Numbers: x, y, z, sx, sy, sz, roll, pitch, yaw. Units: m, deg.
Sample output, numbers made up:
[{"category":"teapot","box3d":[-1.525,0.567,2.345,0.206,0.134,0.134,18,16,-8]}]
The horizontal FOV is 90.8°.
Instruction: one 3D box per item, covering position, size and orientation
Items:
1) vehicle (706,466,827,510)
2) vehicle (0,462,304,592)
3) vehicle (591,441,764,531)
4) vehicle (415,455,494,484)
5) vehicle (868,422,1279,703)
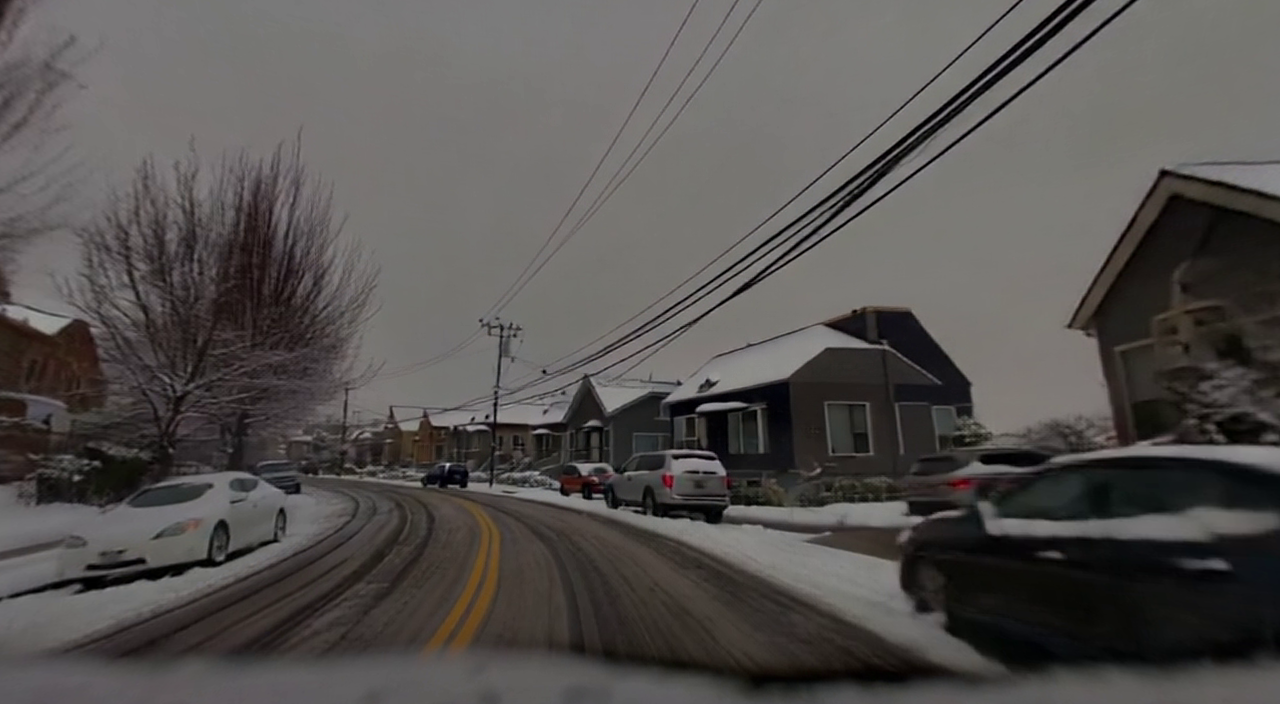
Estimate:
[{"category":"vehicle","box3d":[4.964,5.266,24.759,4.351,1.424,1.994,4,-10,-28]},{"category":"vehicle","box3d":[-7.392,2.585,10.252,2.197,1.462,4.524,2,-9,-12]},{"category":"vehicle","box3d":[0.721,3.409,16.737,2.449,1.869,5.504,7,-11,-19]},{"category":"vehicle","box3d":[-14.511,9.266,49.670,5.523,2.018,2.216,10,-19,-43]},{"category":"vehicle","box3d":[3.307,1.232,3.653,1.923,1.531,4.568,1,-9,-5]}]
